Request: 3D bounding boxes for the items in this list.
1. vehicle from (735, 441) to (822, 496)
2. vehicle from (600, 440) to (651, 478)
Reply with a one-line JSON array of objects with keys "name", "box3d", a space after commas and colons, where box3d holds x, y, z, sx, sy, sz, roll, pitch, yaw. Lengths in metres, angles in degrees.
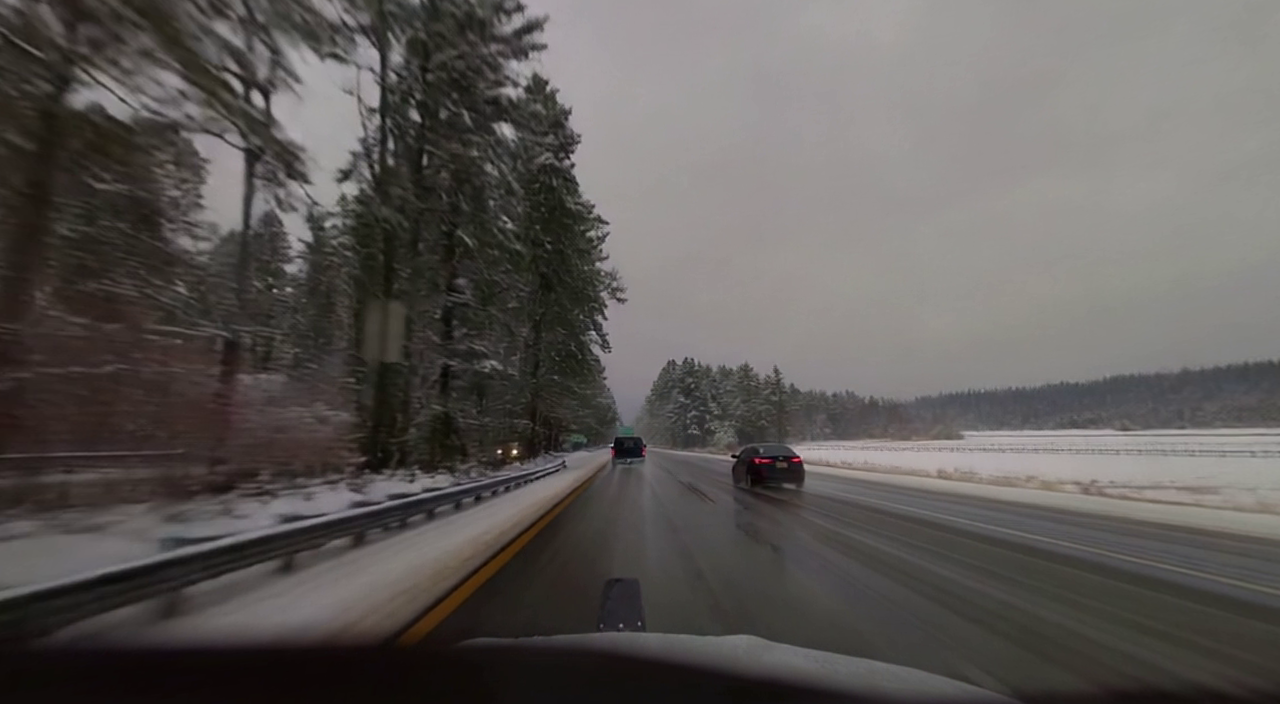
[{"name": "vehicle", "box3d": [4.033, 3.446, 18.895, 1.757, 1.459, 3.398, 0, -9, -1]}, {"name": "vehicle", "box3d": [-0.632, 4.818, 28.570, 2.120, 1.575, 4.018, 0, -9, 0]}]
